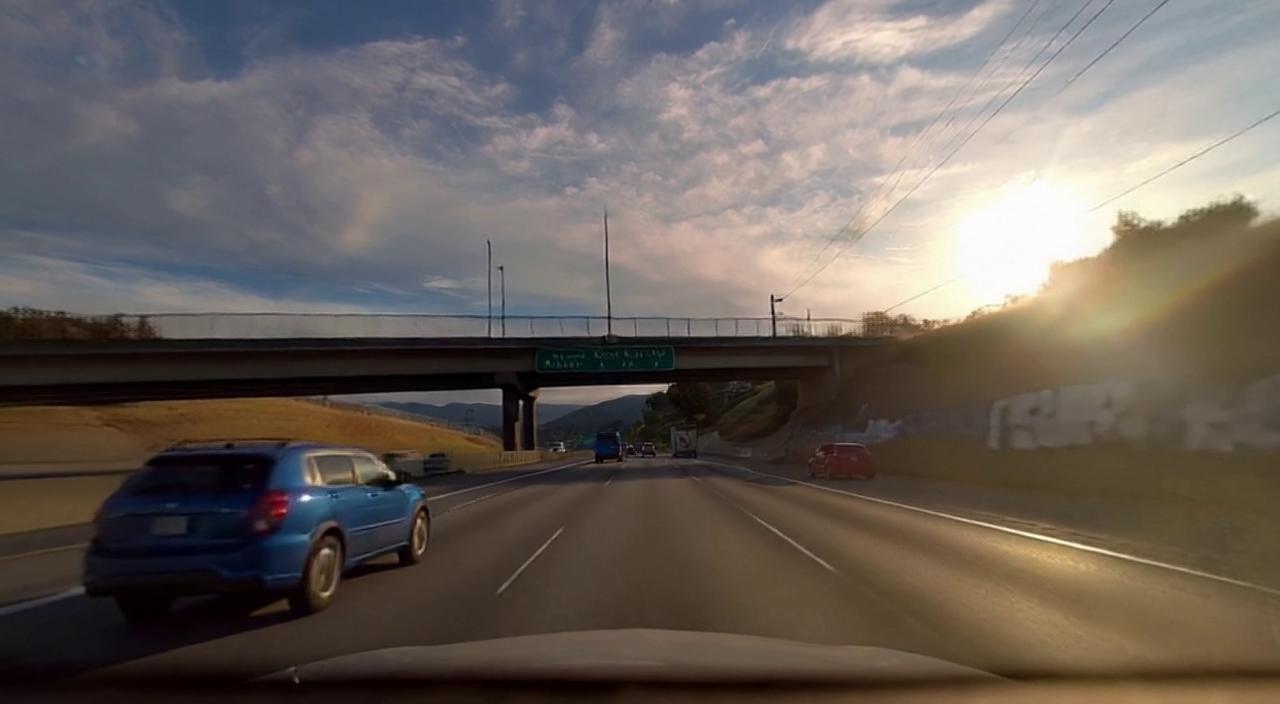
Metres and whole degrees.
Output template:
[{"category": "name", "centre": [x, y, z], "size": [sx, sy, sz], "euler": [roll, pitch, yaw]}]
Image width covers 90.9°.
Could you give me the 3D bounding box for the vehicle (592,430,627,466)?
[{"category": "vehicle", "centre": [-2.316, 7.553, 49.453], "size": [2.451, 2.627, 5.868], "euler": [0, -9, 0]}]

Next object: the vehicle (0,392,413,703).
[{"category": "vehicle", "centre": [-3.148, 1.083, 3.427], "size": [2.029, 1.472, 4.721], "euler": [0, -9, 1]}]

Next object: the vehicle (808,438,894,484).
[{"category": "vehicle", "centre": [8.337, 4.359, 25.317], "size": [1.936, 1.664, 4.198], "euler": [0, -9, -1]}]
